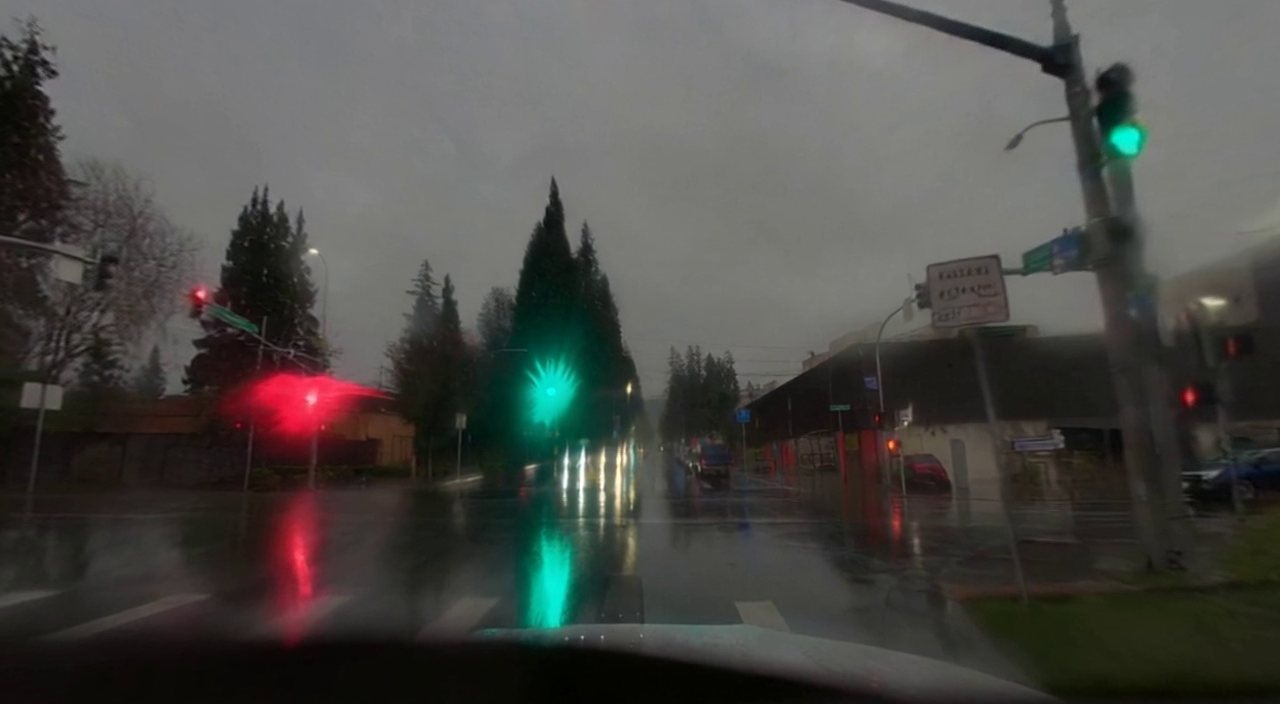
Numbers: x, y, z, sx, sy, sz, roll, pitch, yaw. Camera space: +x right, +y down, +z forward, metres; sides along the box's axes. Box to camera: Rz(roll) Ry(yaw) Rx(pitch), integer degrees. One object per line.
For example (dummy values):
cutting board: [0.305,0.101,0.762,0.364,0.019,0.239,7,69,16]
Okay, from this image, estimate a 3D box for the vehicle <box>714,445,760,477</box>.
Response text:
vehicle: [6.692,7.491,43.557,1.491,2.041,2.964,6,-10,-33]

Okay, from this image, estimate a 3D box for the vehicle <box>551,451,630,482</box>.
vehicle: [-2.744,6.303,35.001,3.991,1.526,1.868,-5,-9,31]

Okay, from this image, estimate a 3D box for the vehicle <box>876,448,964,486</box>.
vehicle: [12.183,5.117,27.752,1.922,1.529,3.964,1,-12,-1]

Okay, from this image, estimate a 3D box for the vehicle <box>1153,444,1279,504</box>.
vehicle: [16.682,3.265,17.119,3.876,1.512,1.784,0,-8,-1]
